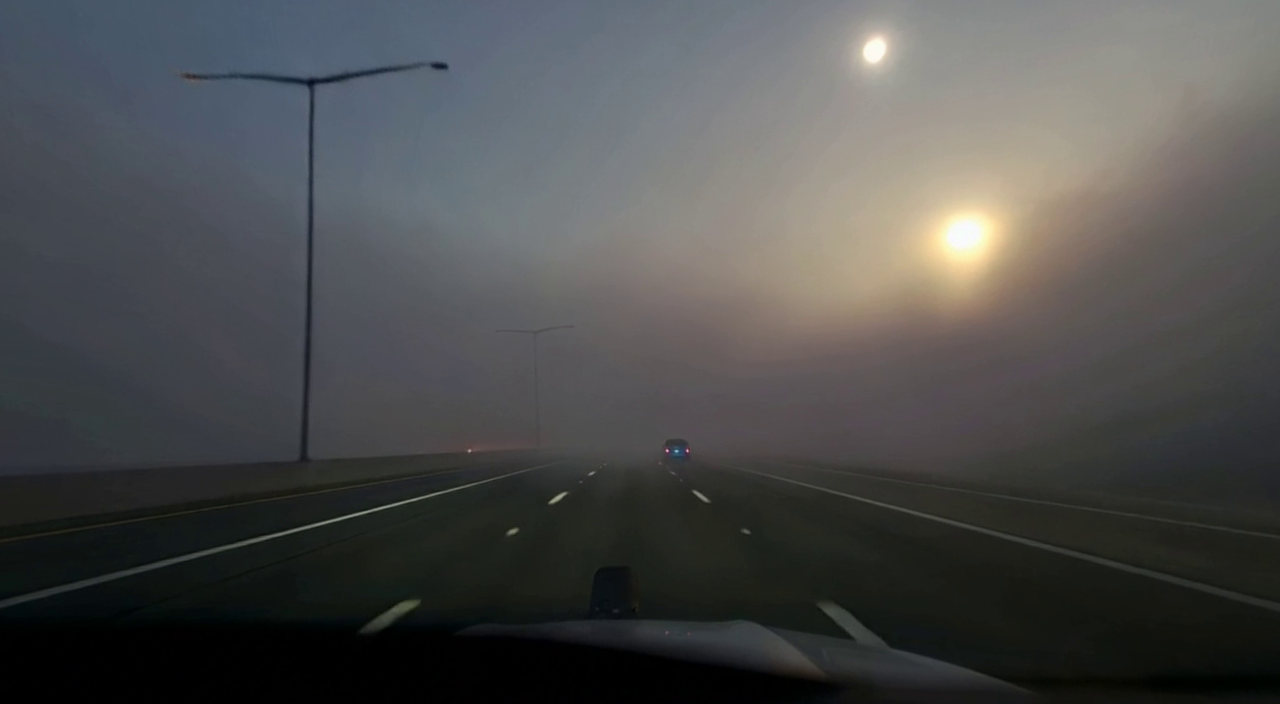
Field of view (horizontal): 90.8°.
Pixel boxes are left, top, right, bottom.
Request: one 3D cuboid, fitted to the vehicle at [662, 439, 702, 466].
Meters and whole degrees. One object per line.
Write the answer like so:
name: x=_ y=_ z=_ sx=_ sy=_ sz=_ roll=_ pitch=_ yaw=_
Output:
vehicle: x=2.689 y=6.535 z=41.177 sx=2.270 sy=1.615 sz=3.770 roll=0 pitch=-8 yaw=-1
